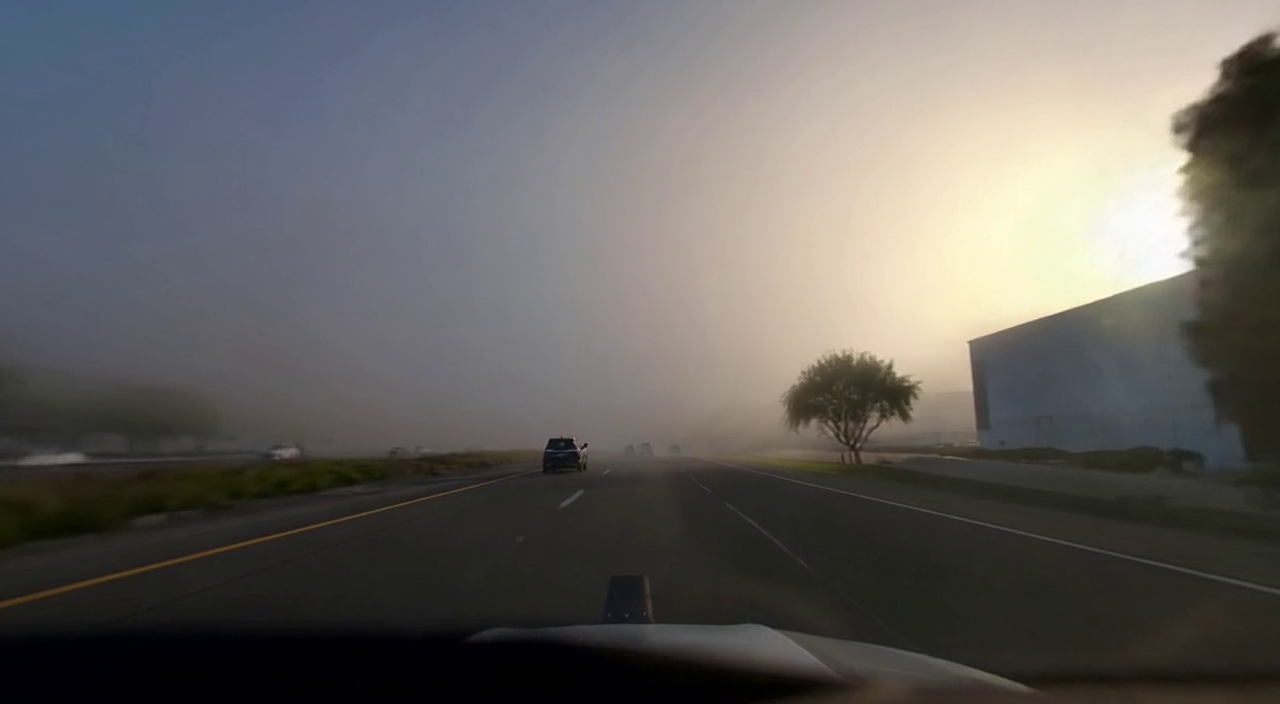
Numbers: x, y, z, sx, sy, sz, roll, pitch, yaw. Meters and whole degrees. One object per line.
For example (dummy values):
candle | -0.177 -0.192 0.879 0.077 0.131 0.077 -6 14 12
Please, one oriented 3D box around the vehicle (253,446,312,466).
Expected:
vehicle | -27.882 8.128 49.364 1.892 1.460 4.582 0 -9 1

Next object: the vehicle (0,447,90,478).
vehicle | -32.099 5.795 33.350 1.827 1.459 4.505 0 -9 0

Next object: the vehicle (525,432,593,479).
vehicle | -3.417 4.500 27.616 2.218 1.850 4.774 0 -9 2
